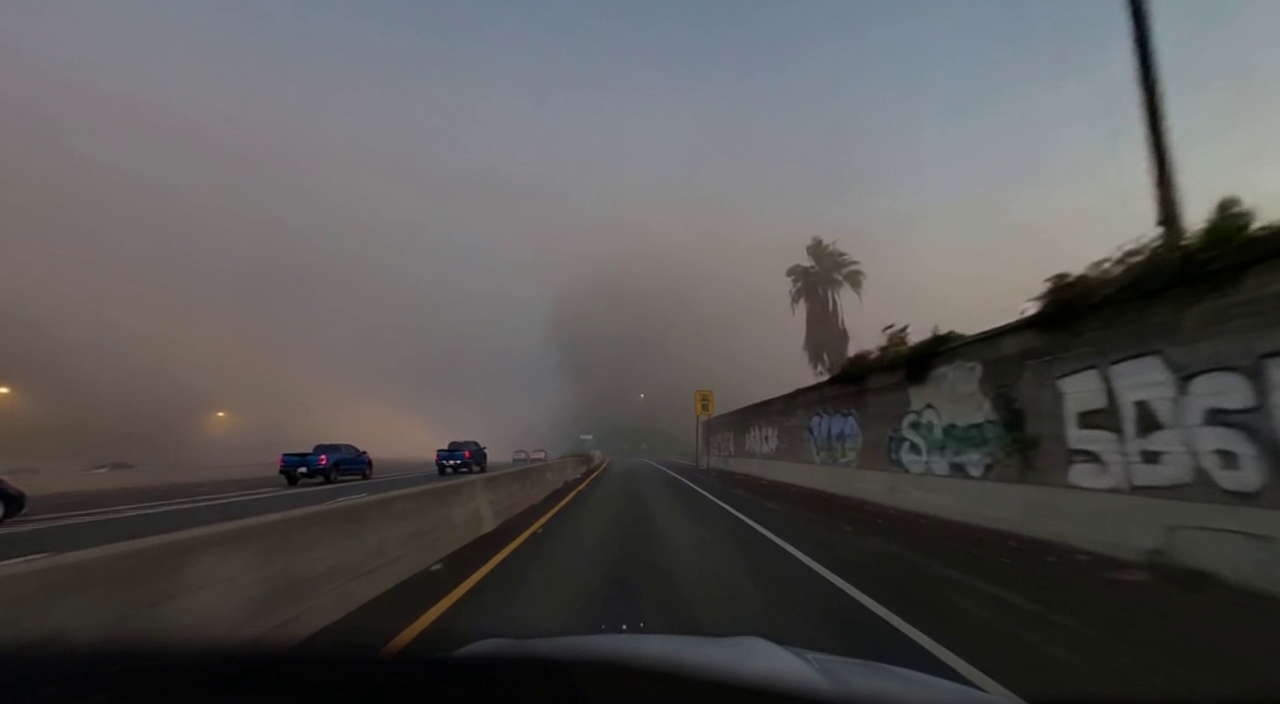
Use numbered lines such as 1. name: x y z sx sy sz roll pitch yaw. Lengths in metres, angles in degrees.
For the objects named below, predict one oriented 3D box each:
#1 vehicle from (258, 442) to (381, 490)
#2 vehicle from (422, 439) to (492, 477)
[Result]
1. vehicle: -13.961 4.986 28.022 2.272 1.882 5.941 0 -9 1
2. vehicle: -10.354 6.028 36.220 2.342 1.999 5.594 0 -9 0
